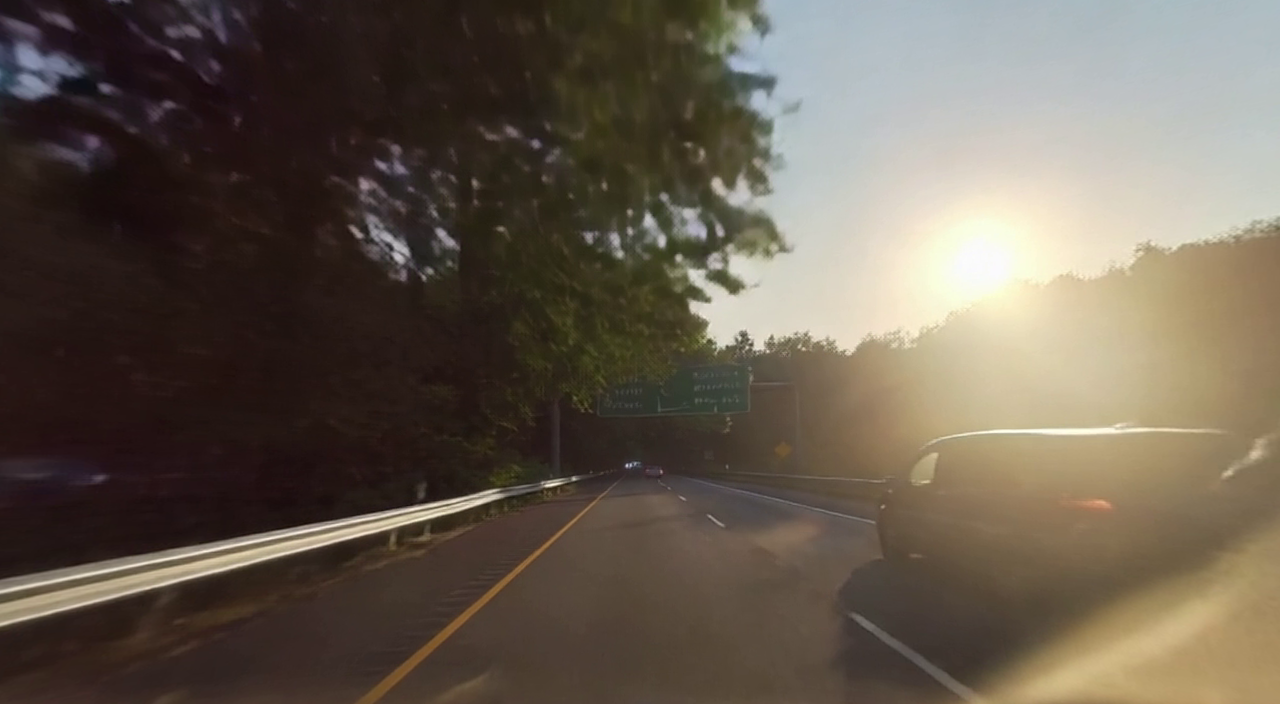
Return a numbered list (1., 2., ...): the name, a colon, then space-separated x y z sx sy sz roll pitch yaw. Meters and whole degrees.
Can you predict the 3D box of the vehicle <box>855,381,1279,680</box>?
1. vehicle: 4.405 1.624 6.727 2.254 1.832 5.514 1 -11 0
